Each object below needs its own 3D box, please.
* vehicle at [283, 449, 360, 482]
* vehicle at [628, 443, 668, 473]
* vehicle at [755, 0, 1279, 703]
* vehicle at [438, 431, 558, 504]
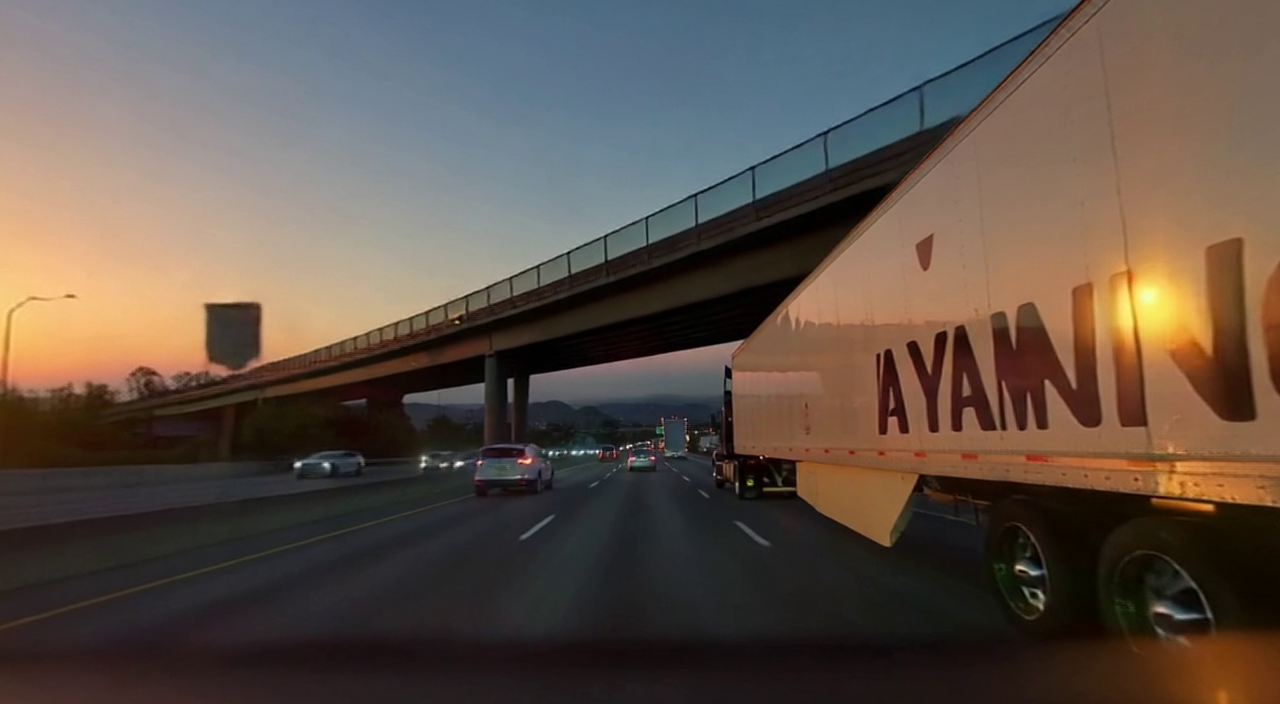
[{"bbox_3d":[-19.080,6.787,38.069,2.101,1.782,4.793,0,-9,0],"label":"vehicle"},{"bbox_3d":[0.404,5.707,34.215,2.063,1.469,4.208,0,-9,0],"label":"vehicle"},{"bbox_3d":[3.867,0.280,7.041,2.821,4.077,12.562,0,-9,0],"label":"vehicle"},{"bbox_3d":[-3.725,3.149,17.648,2.091,1.722,4.974,-1,-9,1],"label":"vehicle"}]
